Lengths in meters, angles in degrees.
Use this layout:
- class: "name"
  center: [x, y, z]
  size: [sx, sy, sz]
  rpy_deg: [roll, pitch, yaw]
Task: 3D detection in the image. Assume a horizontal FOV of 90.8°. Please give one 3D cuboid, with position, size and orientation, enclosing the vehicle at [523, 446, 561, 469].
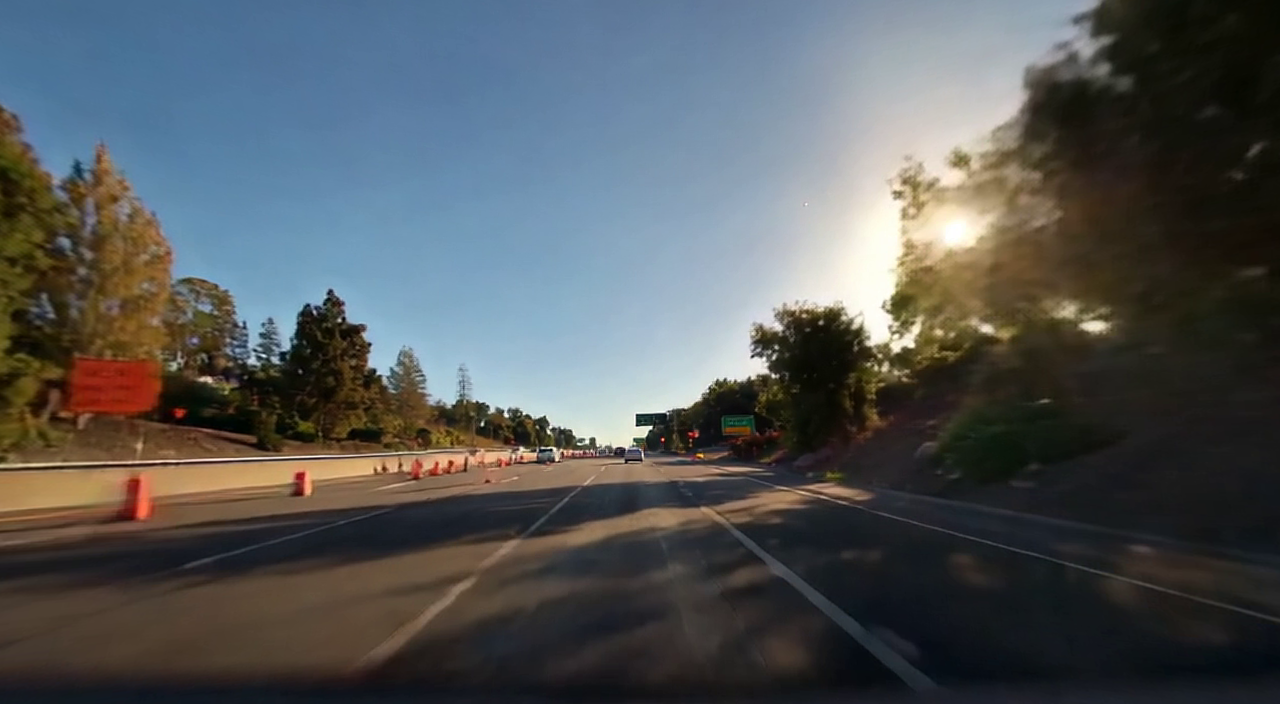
- class: "vehicle"
  center: [-6.734, 7.278, 43.722]
  size: [1.997, 1.507, 4.248]
  rpy_deg: [0, -9, 0]

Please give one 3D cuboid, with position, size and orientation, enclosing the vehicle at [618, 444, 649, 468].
- class: "vehicle"
  center: [-0.446, 7.385, 44.999]
  size: [2.109, 1.638, 3.856]
  rpy_deg: [0, -9, -1]
